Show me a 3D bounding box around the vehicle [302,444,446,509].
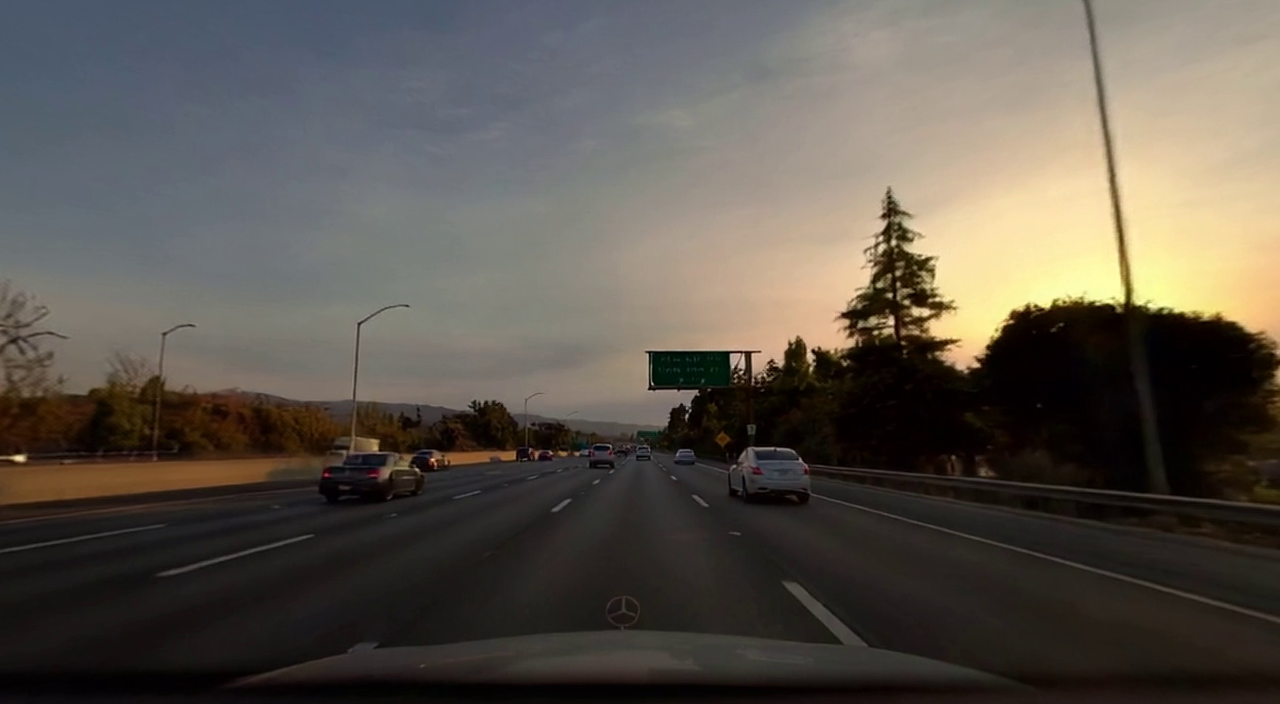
[{"bbox_3d":[-7.118,3.353,17.488,1.977,1.529,4.616,0,-9,0],"label":"vehicle"}]

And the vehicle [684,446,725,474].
[{"bbox_3d":[3.752,6.319,37.122,1.929,1.485,4.482,0,-9,0],"label":"vehicle"}]

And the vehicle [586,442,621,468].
[{"bbox_3d":[-2.788,8.048,49.344,2.449,1.929,5.503,0,-9,0],"label":"vehicle"}]

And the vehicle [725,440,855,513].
[{"bbox_3d":[3.508,2.997,15.737,2.126,1.529,4.438,0,-9,0],"label":"vehicle"}]
